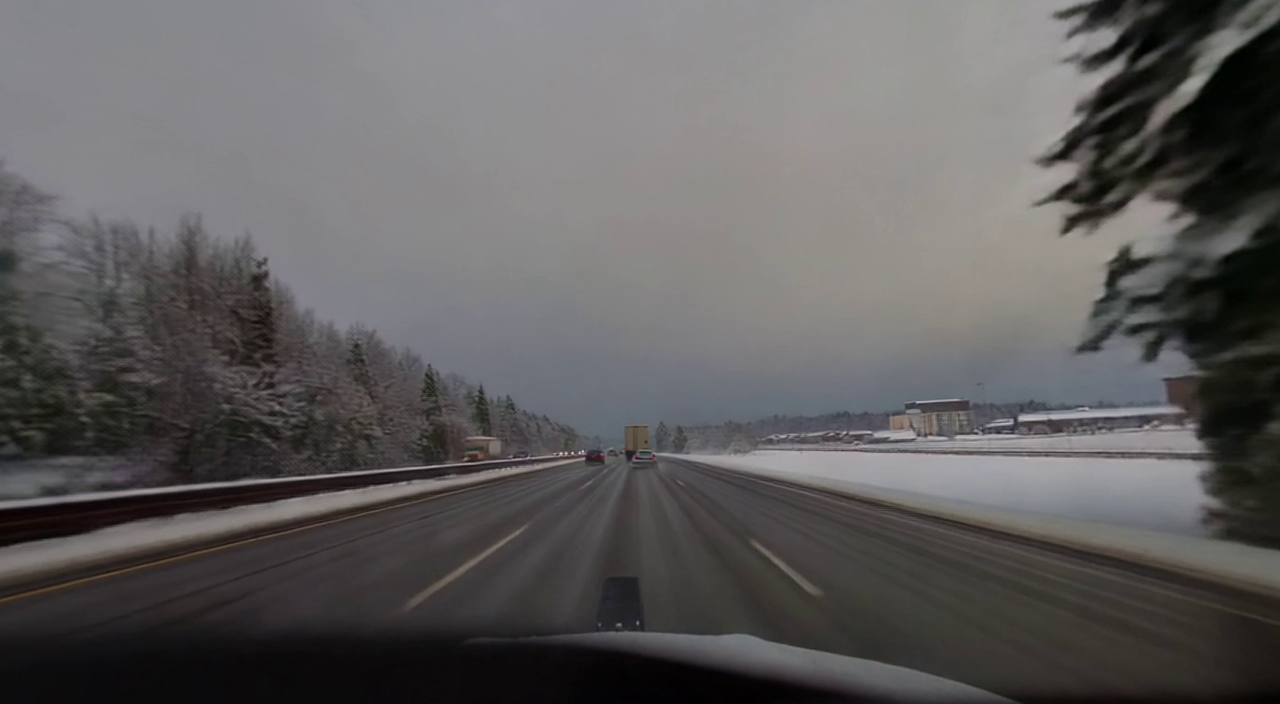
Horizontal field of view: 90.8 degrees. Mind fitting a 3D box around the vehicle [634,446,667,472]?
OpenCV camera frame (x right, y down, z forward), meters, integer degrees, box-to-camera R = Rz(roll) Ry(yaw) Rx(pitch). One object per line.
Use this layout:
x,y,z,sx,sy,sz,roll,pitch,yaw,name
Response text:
0.627,7.032,41.653,1.992,1.593,3.937,0,-9,-1,vehicle
